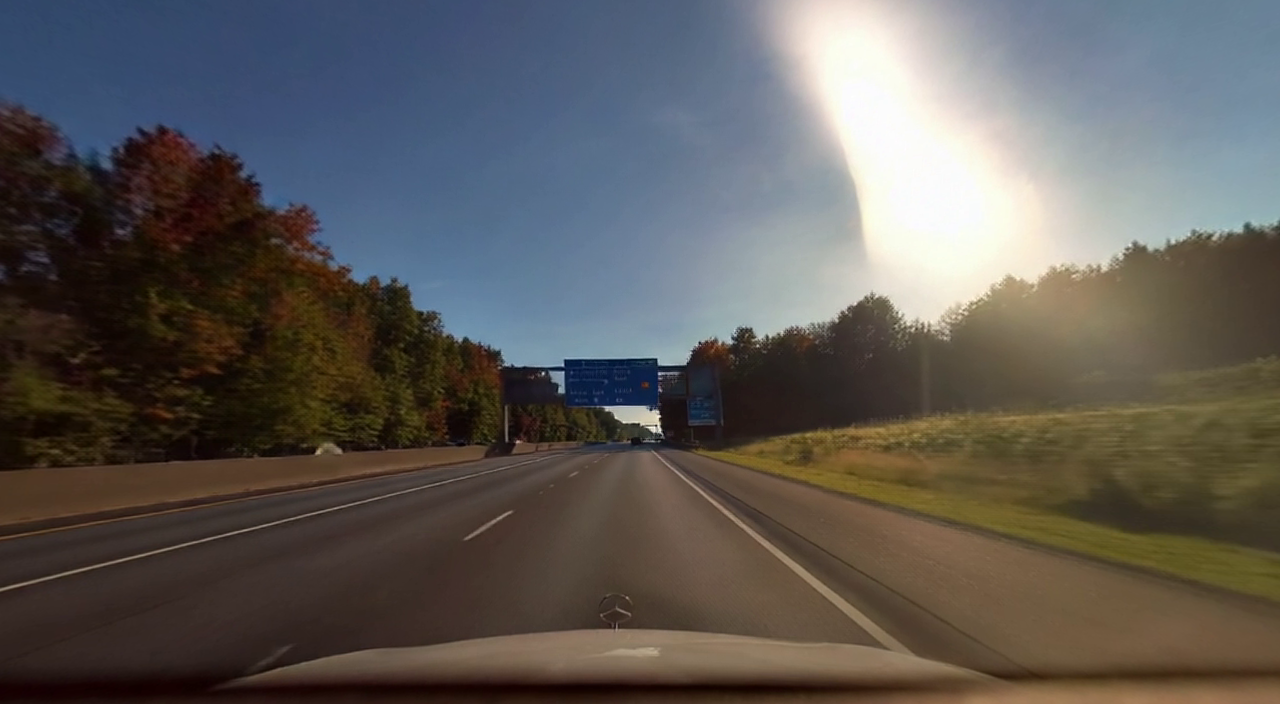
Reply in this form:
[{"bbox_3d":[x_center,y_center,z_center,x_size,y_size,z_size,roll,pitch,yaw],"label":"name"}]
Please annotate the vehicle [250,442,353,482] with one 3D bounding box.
[{"bbox_3d":[-13.618,4.407,25.627,1.859,1.433,4.203,0,-8,0],"label":"vehicle"}]
